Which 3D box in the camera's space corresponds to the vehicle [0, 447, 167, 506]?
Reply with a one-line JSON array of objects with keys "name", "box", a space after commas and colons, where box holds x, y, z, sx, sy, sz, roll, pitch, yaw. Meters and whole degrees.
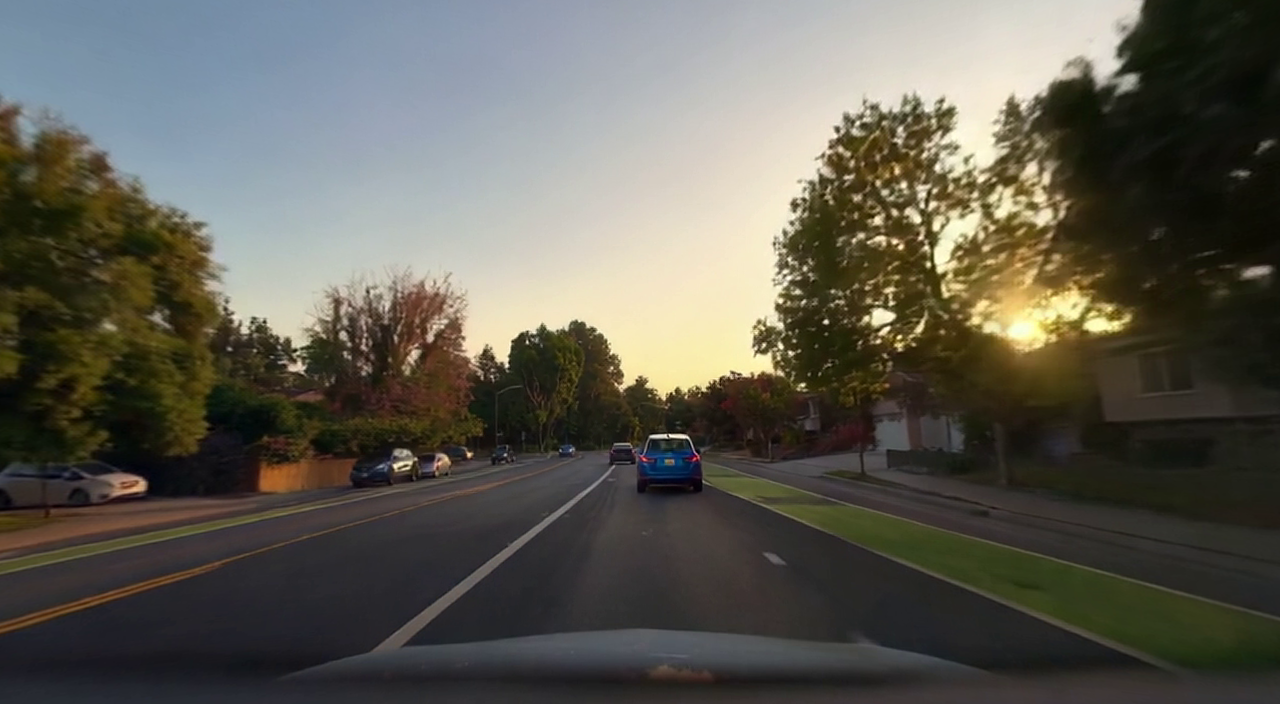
[{"name": "vehicle", "box": [-20.681, 4.336, 22.246, 6.011, 1.909, 2.279, 1, -9, -4]}]

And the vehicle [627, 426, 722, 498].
[{"name": "vehicle", "box": [0.808, 3.049, 17.959, 2.200, 1.763, 4.676, 0, -8, -3]}]

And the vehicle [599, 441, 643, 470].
[{"name": "vehicle", "box": [-1.054, 5.545, 33.940, 2.196, 1.449, 4.006, 0, -8, -3]}]

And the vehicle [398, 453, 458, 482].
[{"name": "vehicle", "box": [-12.071, 6.565, 36.256, 1.831, 1.464, 4.520, 0, -8, 1]}]

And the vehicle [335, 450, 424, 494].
[{"name": "vehicle", "box": [-12.339, 5.672, 30.333, 2.150, 1.644, 5.120, -6, -8, -2]}]
